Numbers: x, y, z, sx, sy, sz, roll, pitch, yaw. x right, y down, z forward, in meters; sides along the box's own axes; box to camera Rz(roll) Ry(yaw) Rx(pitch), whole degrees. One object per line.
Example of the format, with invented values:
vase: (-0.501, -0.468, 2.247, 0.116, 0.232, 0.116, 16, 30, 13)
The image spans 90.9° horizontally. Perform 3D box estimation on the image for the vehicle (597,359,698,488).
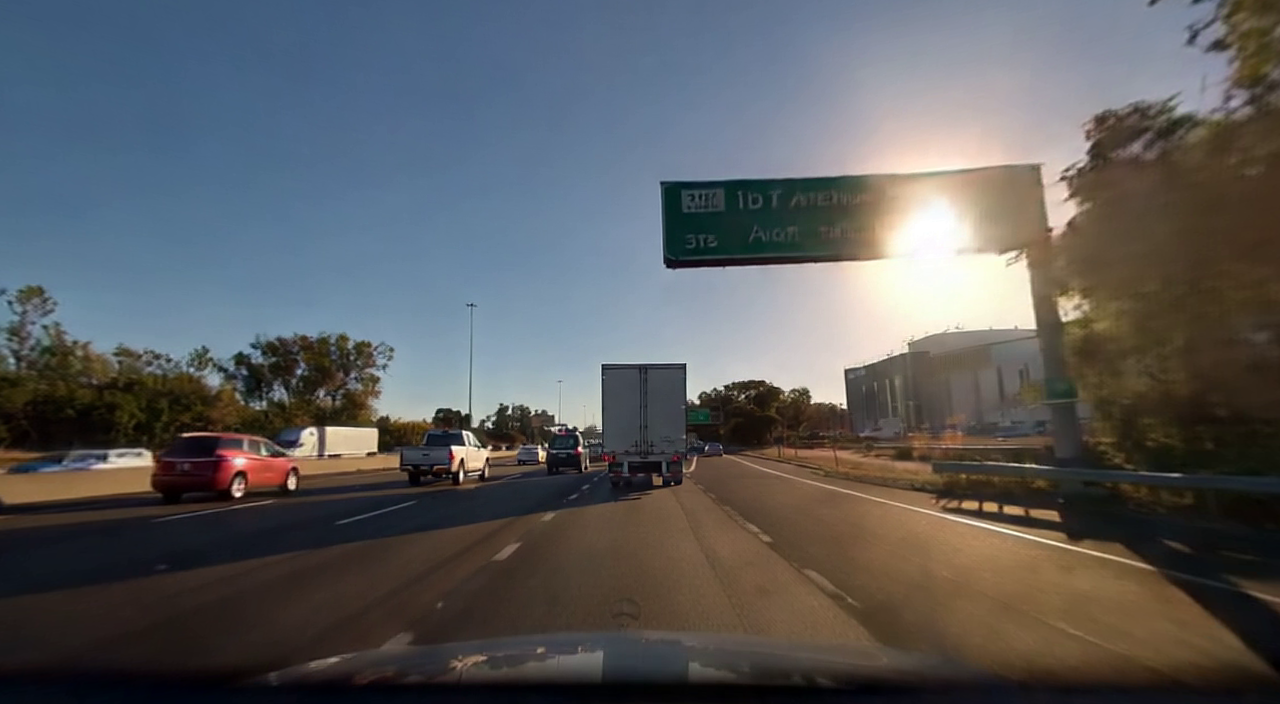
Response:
vehicle: (0.182, 2.833, 23.611, 2.941, 3.794, 9.851, 0, -9, 0)

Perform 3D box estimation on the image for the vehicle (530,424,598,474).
vehicle: (-3.405, 4.570, 29.705, 2.379, 2.075, 6.169, 0, -9, 1)

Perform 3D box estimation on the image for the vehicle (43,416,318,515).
vehicle: (-10.322, 2.627, 15.077, 2.089, 1.885, 5.888, 0, -9, 1)

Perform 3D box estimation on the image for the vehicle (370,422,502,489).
vehicle: (-6.693, 3.518, 21.704, 2.479, 1.978, 5.952, 0, -9, 1)
